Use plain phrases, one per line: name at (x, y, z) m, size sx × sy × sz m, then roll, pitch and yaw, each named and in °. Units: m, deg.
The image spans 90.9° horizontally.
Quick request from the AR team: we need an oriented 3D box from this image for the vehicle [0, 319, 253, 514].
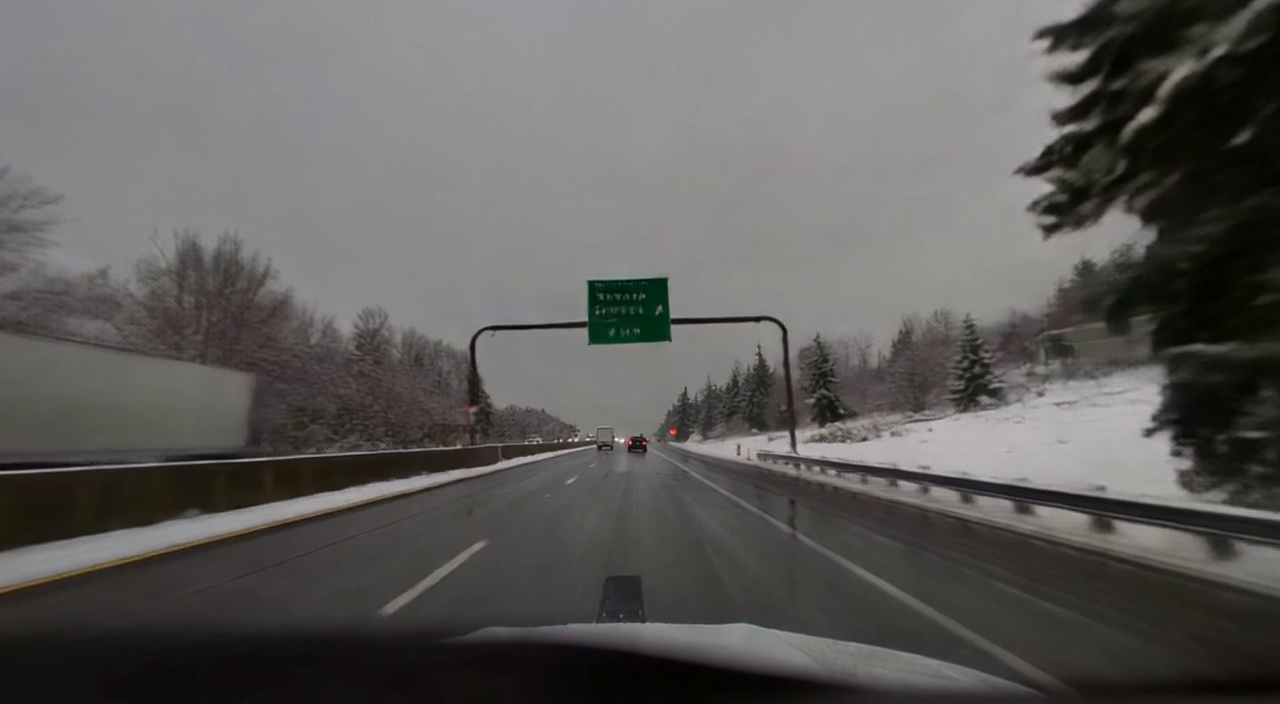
vehicle at (-14.468, 1.651, 15.281) m, size 2.855 × 3.907 × 11.604 m, roll 1°, pitch -8°, yaw -1°
